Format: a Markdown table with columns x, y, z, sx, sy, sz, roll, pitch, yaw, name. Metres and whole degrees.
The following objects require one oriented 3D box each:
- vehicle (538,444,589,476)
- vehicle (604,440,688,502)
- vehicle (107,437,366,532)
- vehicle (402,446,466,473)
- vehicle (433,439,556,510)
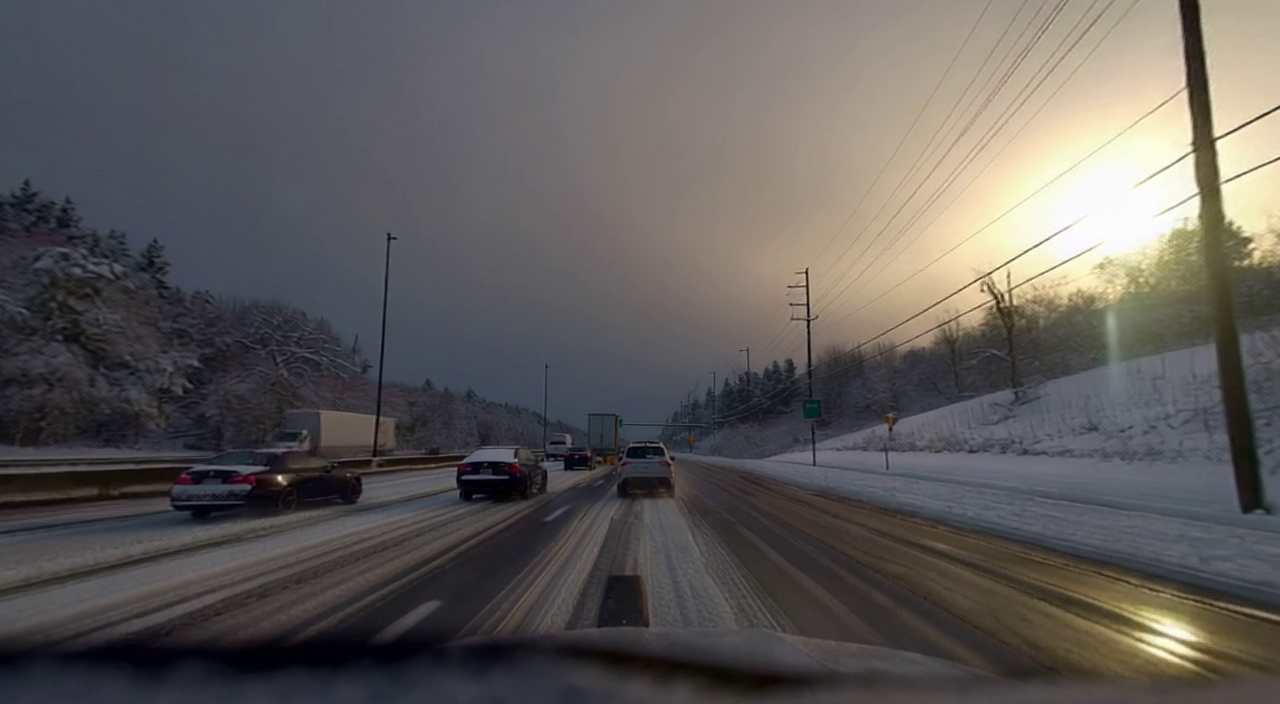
| x | y | z | sx | sy | sz | roll | pitch | yaw | name |
| --- | --- | --- | --- | --- | --- | --- | --- | --- | --- |
| -3.647 | 5.254 | 30.815 | 2.013 | 1.437 | 3.801 | 0 | -9 | 0 | vehicle |
| 0.077 | 3.208 | 17.496 | 2.018 | 1.470 | 4.491 | 0 | -9 | -2 | vehicle |
| -7.209 | 2.382 | 12.003 | 1.867 | 1.445 | 4.499 | 0 | -9 | 1 | vehicle |
| -11.779 | 6.149 | 36.379 | 2.004 | 1.457 | 4.758 | 0 | -9 | 1 | vehicle |
| -3.334 | 2.886 | 15.334 | 1.912 | 1.464 | 4.115 | 0 | -9 | 1 | vehicle |
